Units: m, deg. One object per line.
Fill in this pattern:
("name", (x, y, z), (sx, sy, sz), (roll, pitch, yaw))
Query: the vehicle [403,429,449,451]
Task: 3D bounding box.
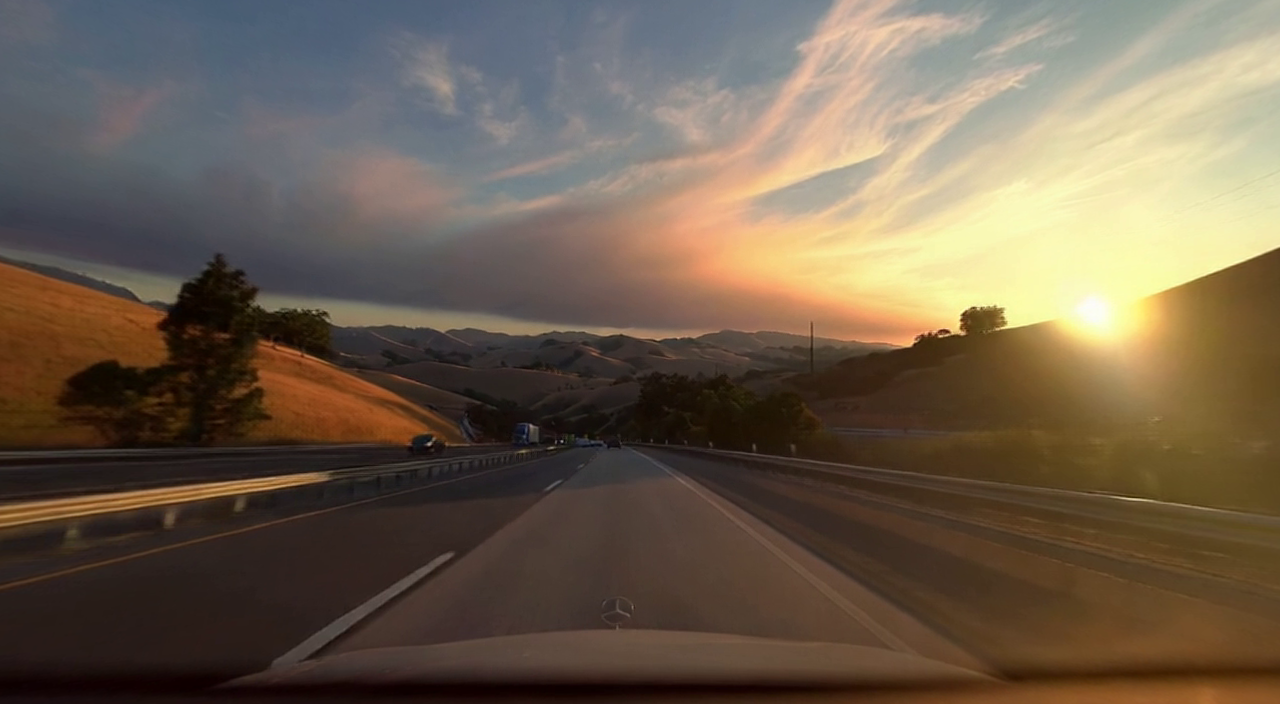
("vehicle", (-16.550, 6.859, 48.846), (2.017, 1.612, 4.487), (0, -8, 0))
